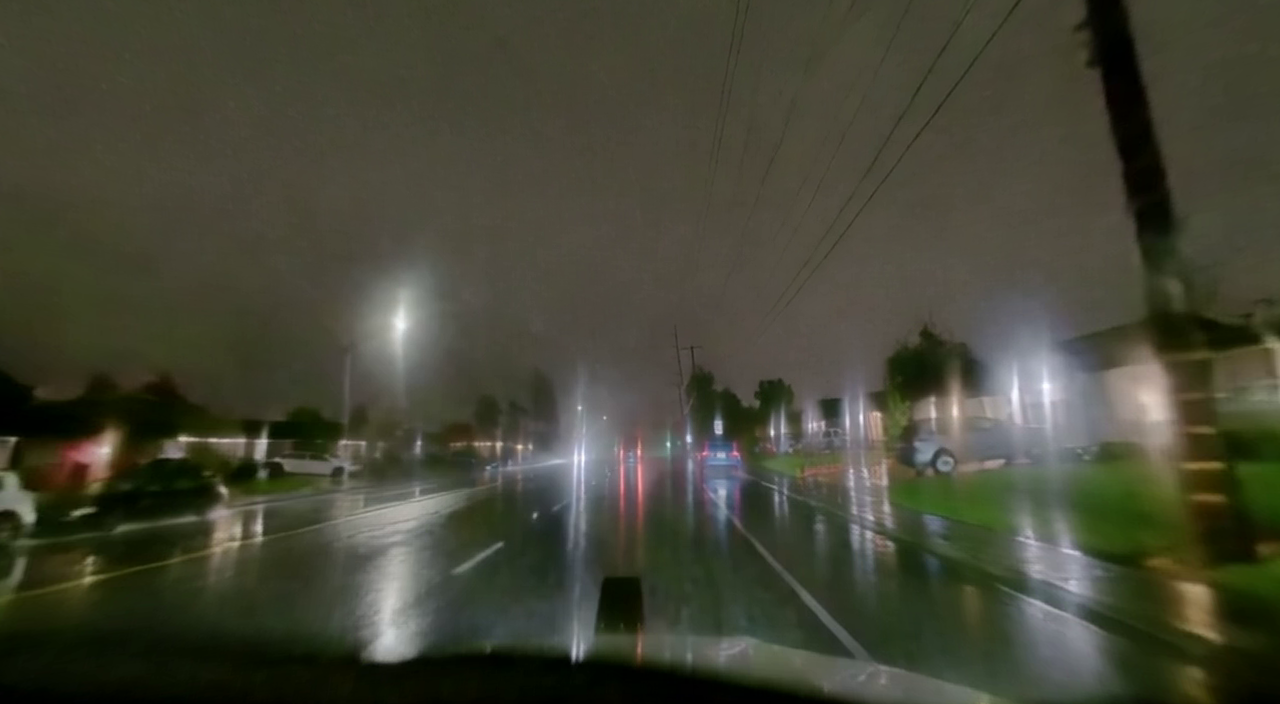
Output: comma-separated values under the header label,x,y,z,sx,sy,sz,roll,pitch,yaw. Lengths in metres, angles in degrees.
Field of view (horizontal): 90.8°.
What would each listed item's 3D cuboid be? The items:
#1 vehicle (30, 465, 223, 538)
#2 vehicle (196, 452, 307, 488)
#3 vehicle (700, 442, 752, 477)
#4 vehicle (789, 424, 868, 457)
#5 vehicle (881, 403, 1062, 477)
label,x,y,z,sx,sy,sz,roll,pitch,yaw
vehicle,-14.082,4.075,17.703,1.695,1.423,4.371,-9,-9,2
vehicle,-20.137,6.094,32.836,4.505,1.501,1.953,2,-9,6
vehicle,3.834,4.862,28.821,2.016,1.477,4.207,-1,-8,3
vehicle,12.028,5.636,40.215,4.591,1.867,2.057,2,-11,-29
vehicle,10.279,2.751,19.858,4.463,1.765,1.960,-5,-8,-4
